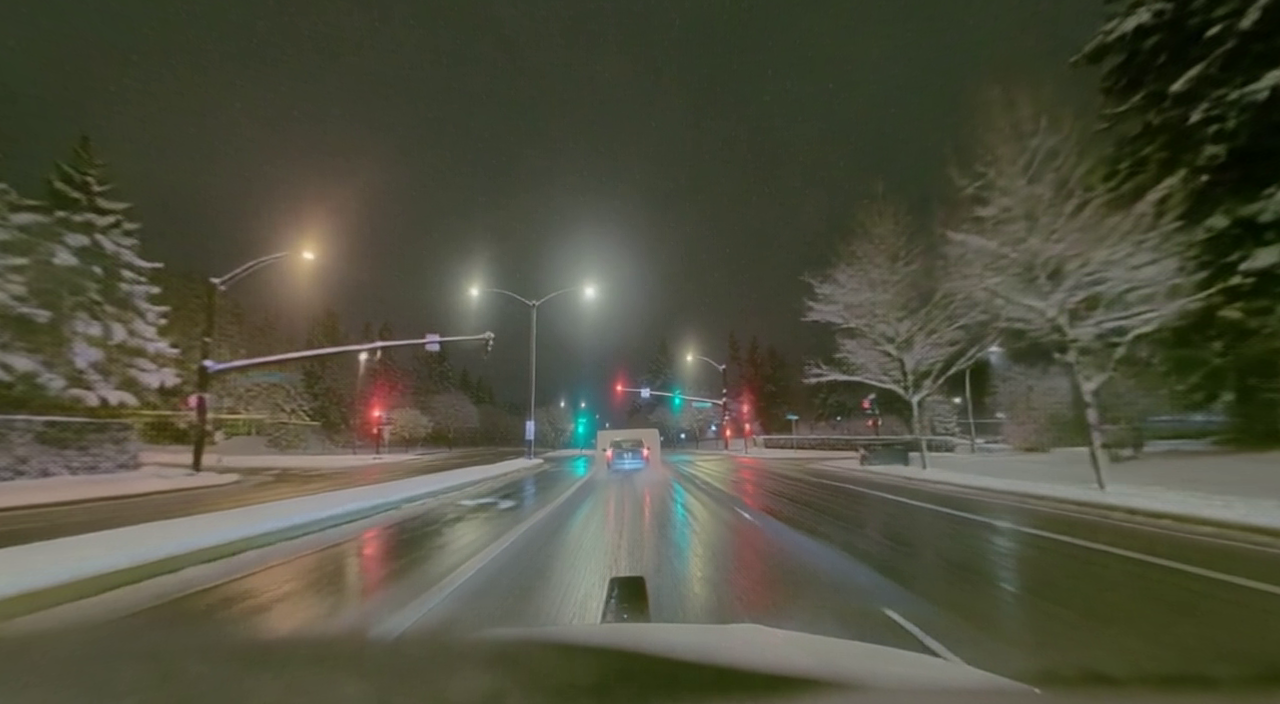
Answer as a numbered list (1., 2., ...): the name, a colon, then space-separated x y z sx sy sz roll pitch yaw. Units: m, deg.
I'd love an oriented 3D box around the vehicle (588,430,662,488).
1. vehicle: -0.468 3.517 20.983 2.192 1.734 4.176 0 -8 -1
